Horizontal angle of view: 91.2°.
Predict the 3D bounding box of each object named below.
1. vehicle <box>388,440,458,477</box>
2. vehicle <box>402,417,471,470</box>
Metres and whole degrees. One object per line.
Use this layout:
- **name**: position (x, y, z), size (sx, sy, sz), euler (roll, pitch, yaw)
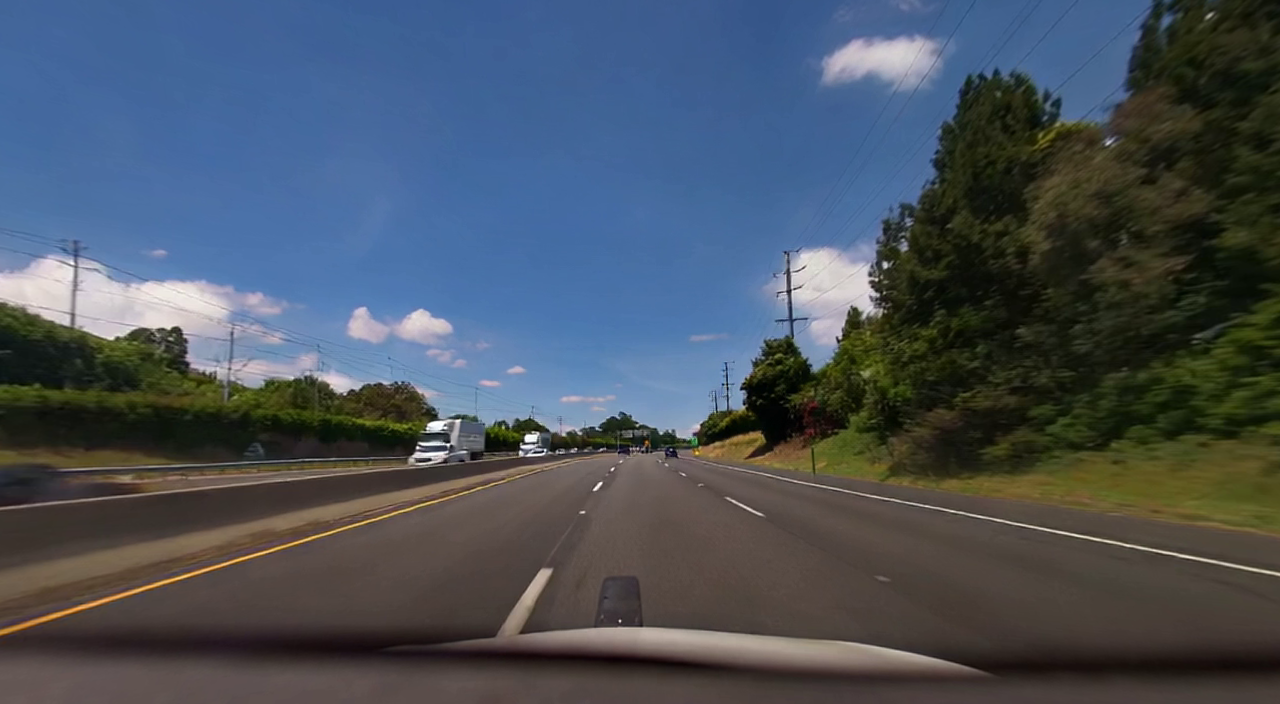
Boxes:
- **vehicle**: position (-11.576, 5.697, 33.793), size (2.052, 1.796, 4.970), euler (0, -9, -1)
- **vehicle**: position (-15.306, 6.962, 47.632), size (3.119, 3.694, 5.532), euler (0, -9, 2)
